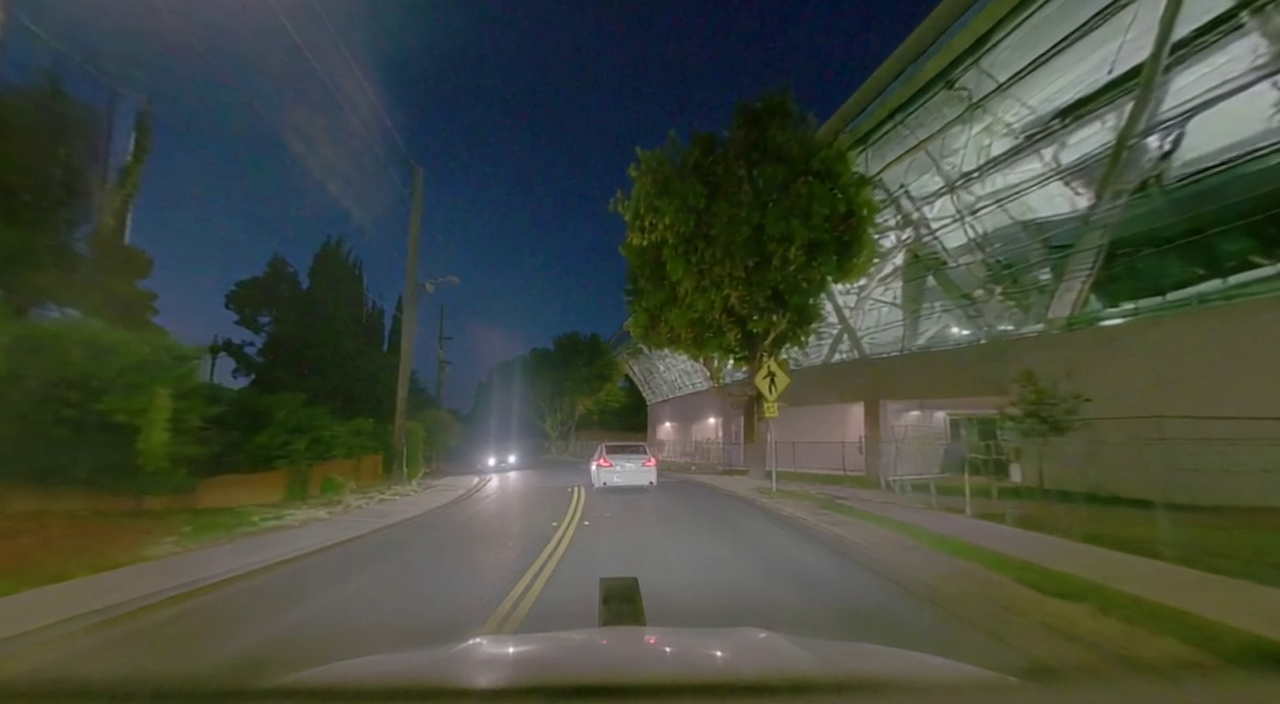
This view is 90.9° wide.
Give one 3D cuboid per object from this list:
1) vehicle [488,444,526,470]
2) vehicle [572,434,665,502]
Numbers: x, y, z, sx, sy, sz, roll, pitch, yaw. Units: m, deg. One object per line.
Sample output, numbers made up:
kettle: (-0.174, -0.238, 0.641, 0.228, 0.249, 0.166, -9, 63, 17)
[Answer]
vehicle: (-8.111, 6.331, 38.212, 1.957, 1.442, 4.180, 2, -8, -15)
vehicle: (-0.666, 2.848, 16.010, 2.060, 1.487, 3.920, 1, -8, -6)
